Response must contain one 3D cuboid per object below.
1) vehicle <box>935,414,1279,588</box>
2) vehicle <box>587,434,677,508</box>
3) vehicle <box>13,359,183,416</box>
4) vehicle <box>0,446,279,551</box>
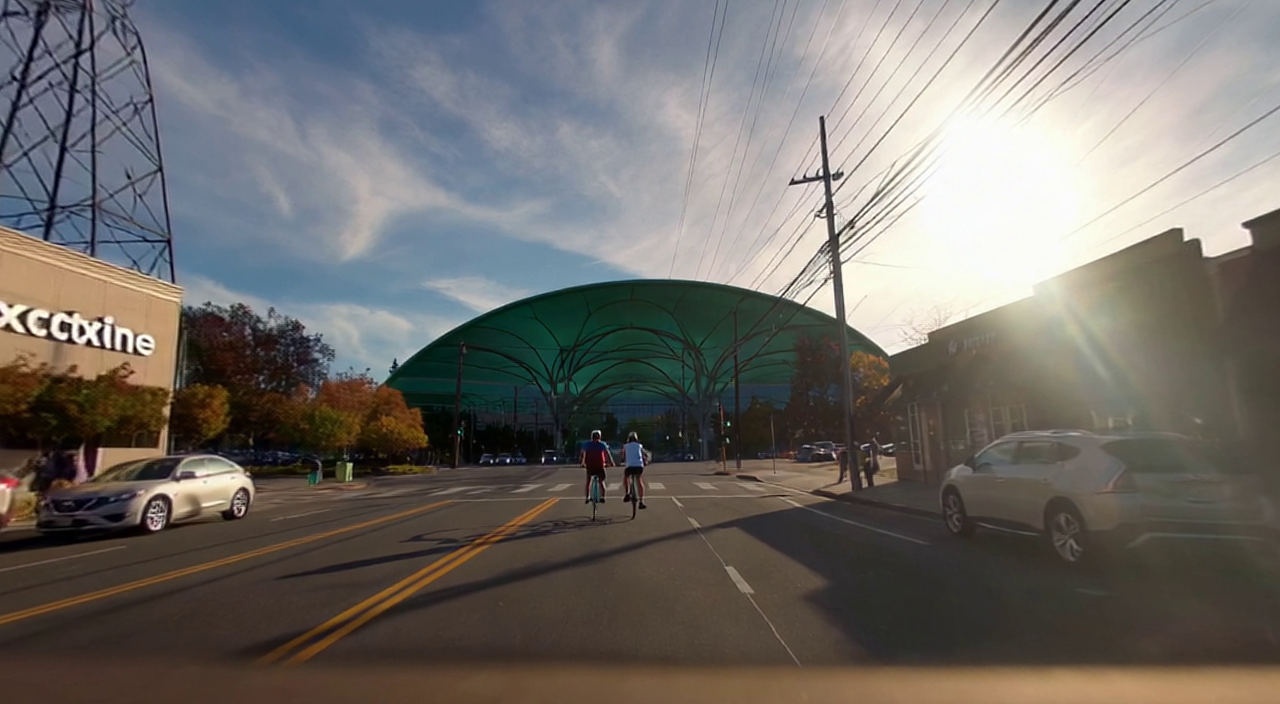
[{"bbox_3d":[5.826,1.777,8.348,1.873,1.714,3.979,0,-8,0],"label":"vehicle"},{"bbox_3d":[-0.165,3.208,17.474,2.190,1.783,4.048,0,-8,1],"label":"vehicle"},{"bbox_3d":[-17.103,1.168,20.099,3.685,1.584,1.708,1,-9,-3],"label":"vehicle"},{"bbox_3d":[-10.250,2.946,13.617,2.075,1.816,4.900,0,-8,-1],"label":"vehicle"}]
